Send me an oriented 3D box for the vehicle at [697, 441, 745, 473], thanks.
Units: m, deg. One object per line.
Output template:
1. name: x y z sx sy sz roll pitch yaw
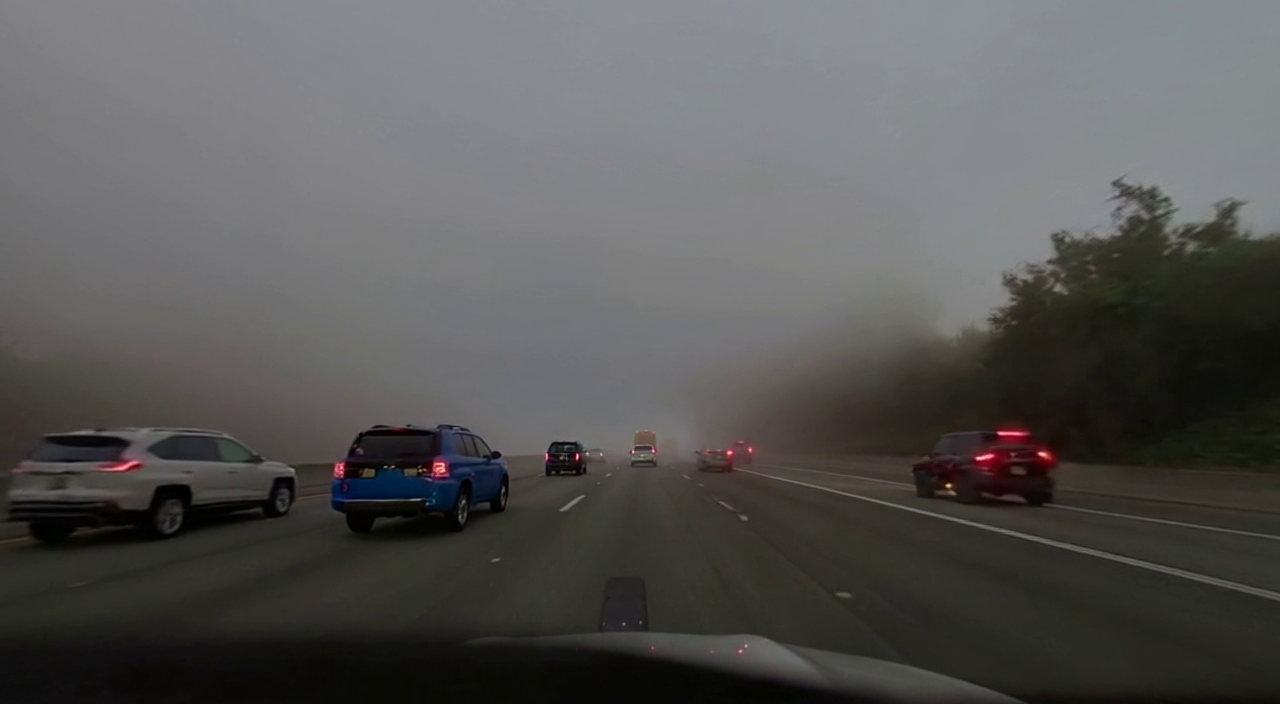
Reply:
1. vehicle: 4.438 5.856 35.377 2.050 1.661 4.636 0 -8 -1

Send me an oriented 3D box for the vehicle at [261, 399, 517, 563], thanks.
1. vehicle: -3.386 1.845 9.699 2.016 1.898 4.458 0 -8 1

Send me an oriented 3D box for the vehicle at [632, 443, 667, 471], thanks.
1. vehicle: 0.558 6.342 38.265 2.042 1.632 3.654 0 -8 1

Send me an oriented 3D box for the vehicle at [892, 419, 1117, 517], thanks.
1. vehicle: 8.138 2.647 14.926 2.227 1.895 5.197 0 -8 0

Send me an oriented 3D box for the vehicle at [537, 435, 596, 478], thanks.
1. vehicle: -3.422 4.966 30.195 2.155 1.843 4.567 0 -8 1

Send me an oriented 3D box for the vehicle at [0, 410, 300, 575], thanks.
1. vehicle: -7.593 1.938 9.584 2.072 1.852 4.760 -1 -8 2
